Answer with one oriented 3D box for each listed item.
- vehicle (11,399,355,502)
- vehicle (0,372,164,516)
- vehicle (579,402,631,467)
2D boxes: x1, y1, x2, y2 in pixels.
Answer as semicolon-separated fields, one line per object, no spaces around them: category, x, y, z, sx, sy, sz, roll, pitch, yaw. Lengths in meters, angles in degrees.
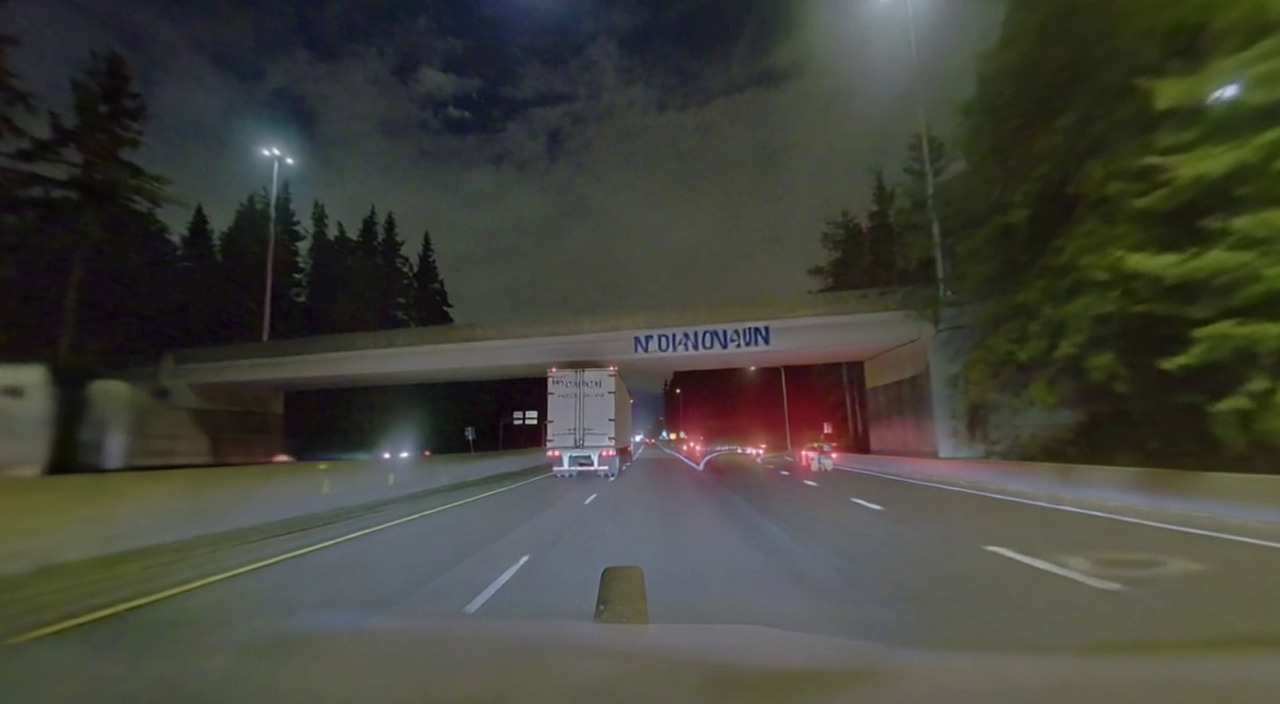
vehicle;-16.803;3.984;26.031;2.796;3.007;15.010;0;-8;1
vehicle;-16.914;2.335;15.996;2.971;3.438;8.346;0;-8;1
vehicle;-2.290;5.920;44.610;2.845;4.049;10.214;0;-9;1
